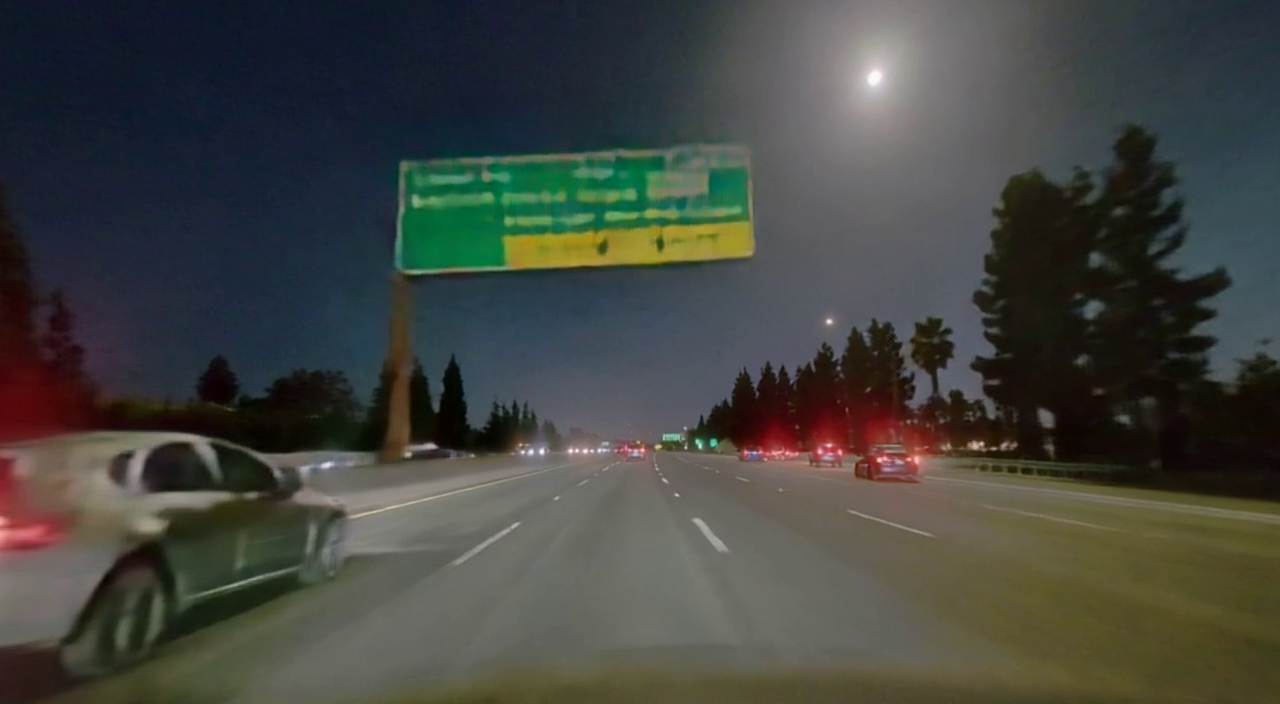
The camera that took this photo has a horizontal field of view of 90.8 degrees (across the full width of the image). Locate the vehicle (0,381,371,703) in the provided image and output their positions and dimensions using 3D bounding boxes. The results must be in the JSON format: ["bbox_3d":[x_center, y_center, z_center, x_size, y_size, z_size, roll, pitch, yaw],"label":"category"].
[{"bbox_3d":[-3.770,1.156,4.152,1.996,1.617,4.637,0,-9,-1],"label":"vehicle"}]

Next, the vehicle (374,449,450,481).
[{"bbox_3d":[-11.203,5.559,31.415,2.122,1.455,4.530,0,-9,0],"label":"vehicle"}]
